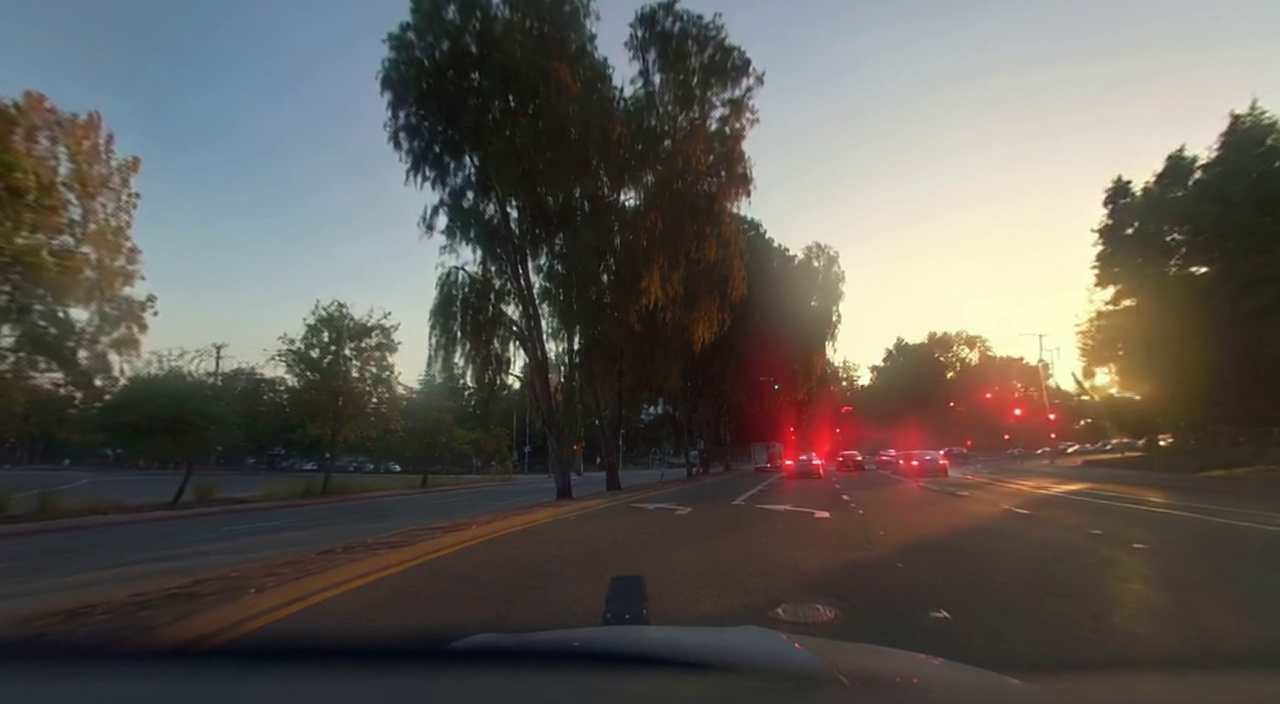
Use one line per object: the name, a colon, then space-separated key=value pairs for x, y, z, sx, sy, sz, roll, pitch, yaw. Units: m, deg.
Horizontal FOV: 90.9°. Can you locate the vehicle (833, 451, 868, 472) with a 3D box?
vehicle: x=15.626 y=8.148 z=47.069 sx=2.063 sy=1.476 sz=4.361 roll=-3 pitch=-9 yaw=14

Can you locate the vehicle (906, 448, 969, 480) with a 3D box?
vehicle: x=14.441 y=5.440 z=30.824 sx=1.884 sy=1.422 sz=4.262 roll=-3 pitch=-9 yaw=13

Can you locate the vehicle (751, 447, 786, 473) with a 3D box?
vehicle: x=9.785 y=8.125 z=47.613 sx=2.245 sy=1.800 sz=4.522 roll=-3 pitch=-9 yaw=15

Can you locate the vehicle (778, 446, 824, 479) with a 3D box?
vehicle: x=8.268 y=5.641 z=32.340 sx=2.078 sy=1.578 sz=4.107 roll=-3 pitch=-9 yaw=15

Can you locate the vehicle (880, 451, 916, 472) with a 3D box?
vehicle: x=19.416 y=8.242 z=47.578 sx=1.901 sy=1.484 sz=4.093 roll=-3 pitch=-9 yaw=14
